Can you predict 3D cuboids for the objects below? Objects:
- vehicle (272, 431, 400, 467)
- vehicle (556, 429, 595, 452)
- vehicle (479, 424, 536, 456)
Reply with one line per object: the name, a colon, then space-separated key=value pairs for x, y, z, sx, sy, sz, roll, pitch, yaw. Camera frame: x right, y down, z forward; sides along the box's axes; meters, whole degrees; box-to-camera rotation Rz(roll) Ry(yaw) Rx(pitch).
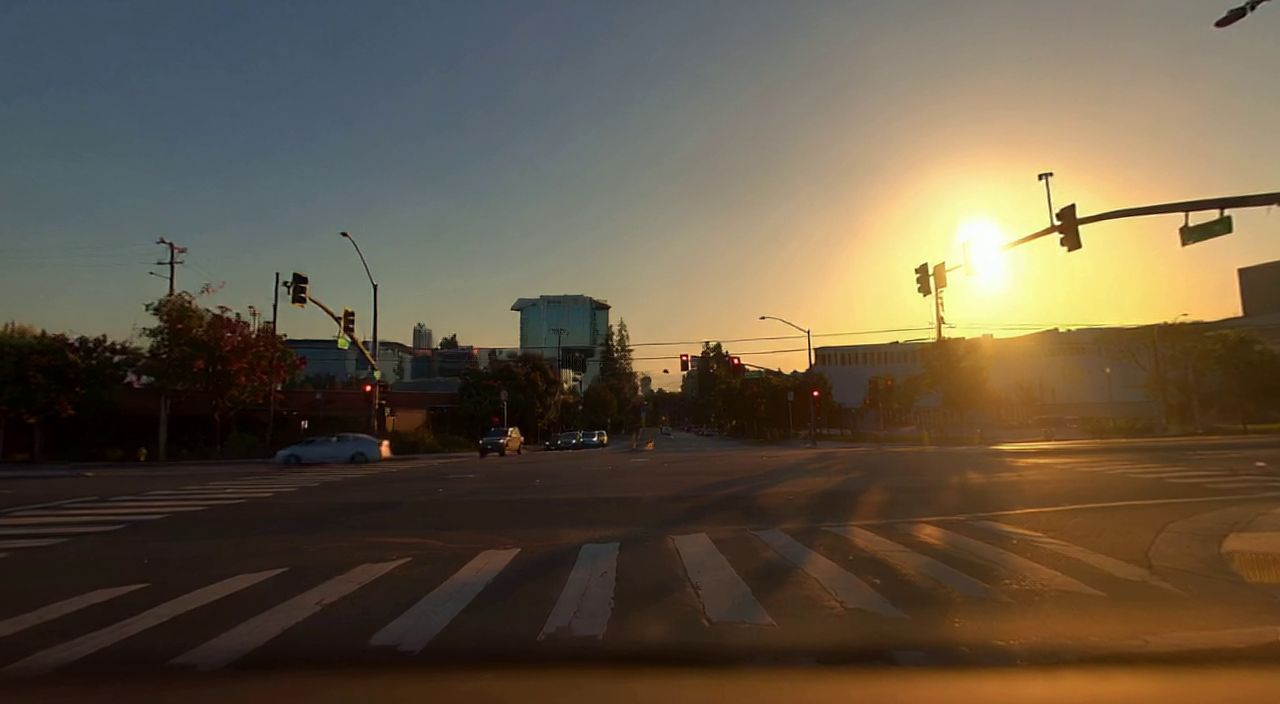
vehicle: x=-12.863 y=4.139 z=26.943 sx=4.510 sy=1.431 sz=1.884 roll=1 pitch=-9 yaw=-10
vehicle: x=-4.402 y=6.168 z=43.767 sx=1.919 sy=1.467 sz=4.086 roll=-1 pitch=-9 yaw=5
vehicle: x=-8.368 y=5.664 z=40.376 sx=2.000 sy=1.864 sz=5.044 roll=-1 pitch=-9 yaw=7
